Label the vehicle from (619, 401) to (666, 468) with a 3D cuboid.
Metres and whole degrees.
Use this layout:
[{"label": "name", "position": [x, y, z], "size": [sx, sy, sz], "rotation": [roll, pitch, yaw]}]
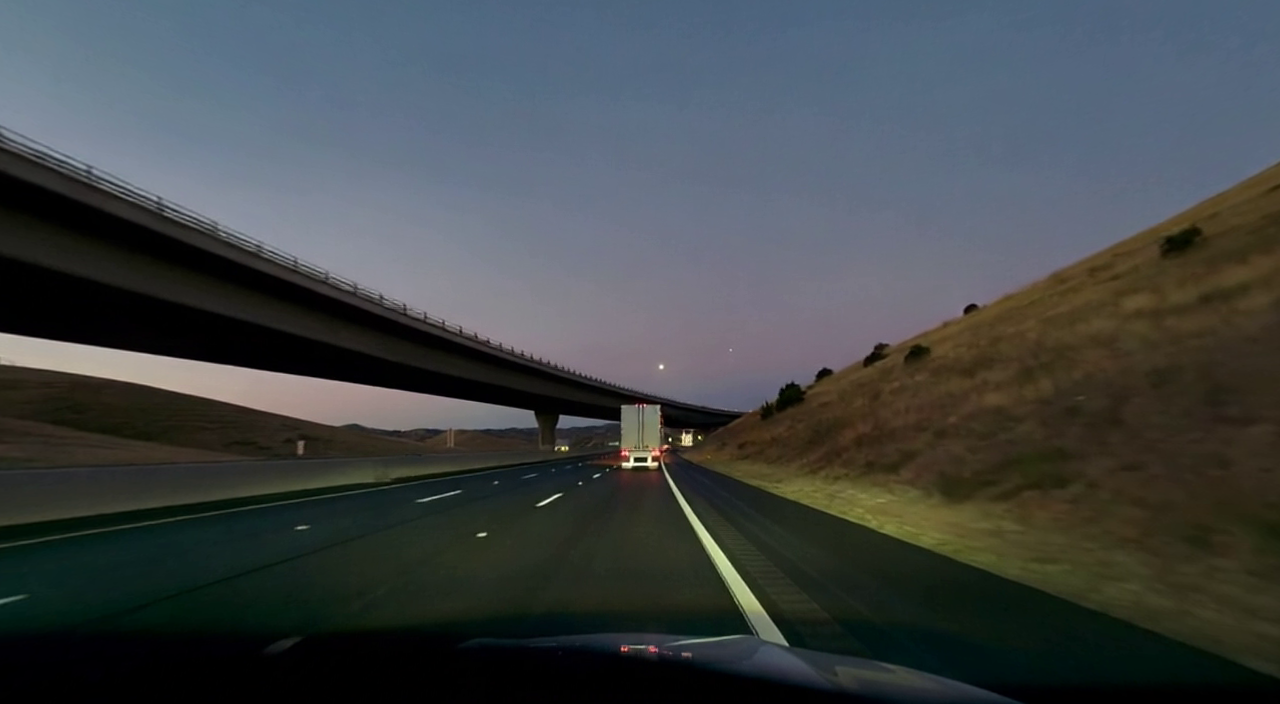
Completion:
[{"label": "vehicle", "position": [0.118, 5.807, 43.652], "size": [2.866, 4.014, 11.261], "rotation": [0, -9, 0]}]
